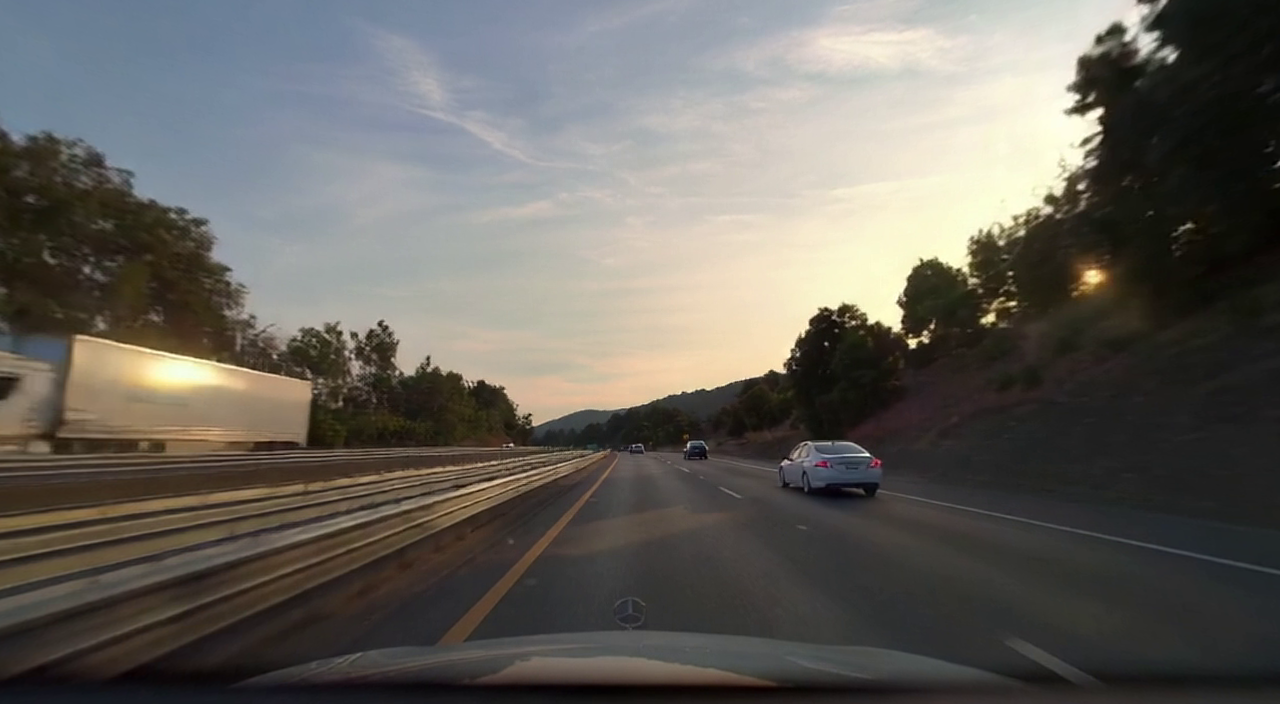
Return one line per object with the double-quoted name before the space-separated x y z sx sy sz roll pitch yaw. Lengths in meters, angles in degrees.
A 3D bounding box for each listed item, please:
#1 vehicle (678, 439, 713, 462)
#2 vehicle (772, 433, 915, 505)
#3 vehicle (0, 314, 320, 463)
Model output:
"vehicle" 3.783 6.758 43.272 1.945 1.538 3.729 0 -8 -2
"vehicle" 4.801 2.809 15.598 2.072 1.528 4.176 0 -8 -1
"vehicle" -18.501 2.154 25.042 3.095 3.950 17.038 0 -8 -2
